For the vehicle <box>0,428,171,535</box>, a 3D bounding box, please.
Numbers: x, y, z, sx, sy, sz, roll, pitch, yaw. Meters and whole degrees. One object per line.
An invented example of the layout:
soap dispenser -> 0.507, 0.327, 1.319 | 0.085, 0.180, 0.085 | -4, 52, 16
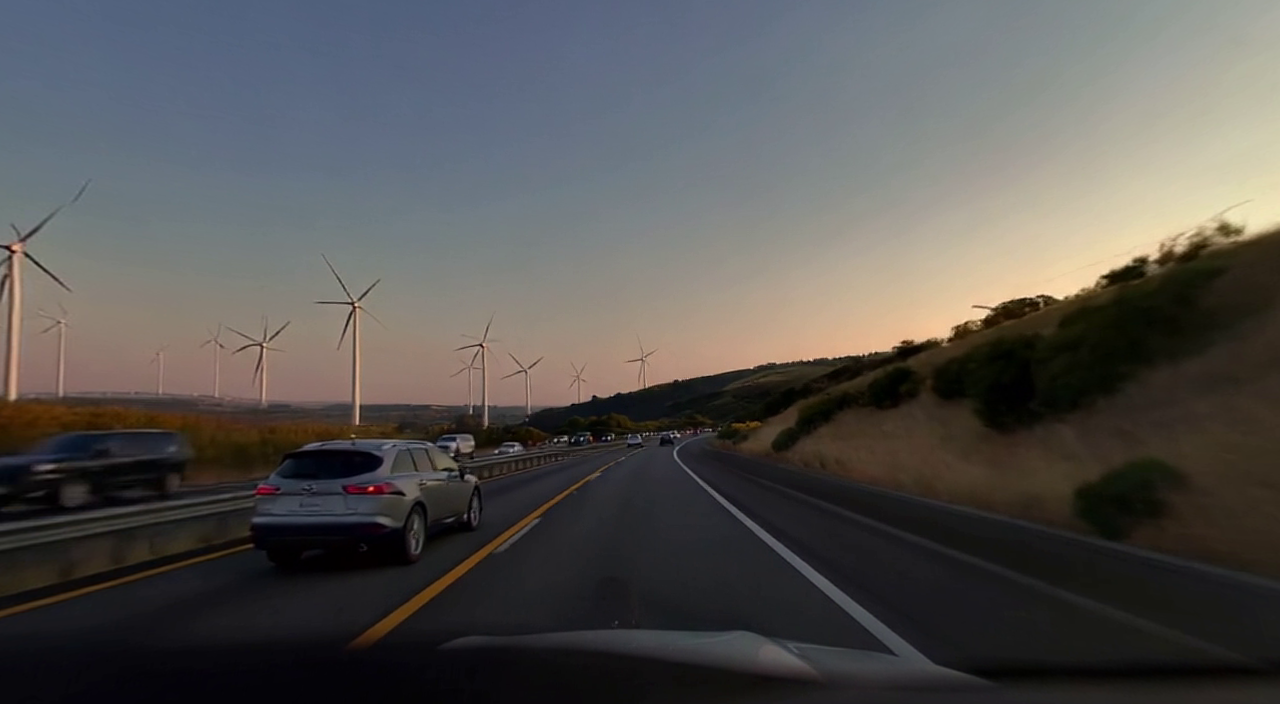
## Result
vehicle -> -10.006, 1.970, 9.981 | 2.046, 1.485, 3.990 | 0, -8, 0

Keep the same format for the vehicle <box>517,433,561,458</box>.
vehicle -> -6.162, 5.776, 38.955 | 1.898, 1.456, 4.378 | 0, -8, 2

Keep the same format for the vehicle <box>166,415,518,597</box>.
vehicle -> -2.818, 1.534, 7.302 | 1.918, 1.443, 4.422 | 0, -8, 0
